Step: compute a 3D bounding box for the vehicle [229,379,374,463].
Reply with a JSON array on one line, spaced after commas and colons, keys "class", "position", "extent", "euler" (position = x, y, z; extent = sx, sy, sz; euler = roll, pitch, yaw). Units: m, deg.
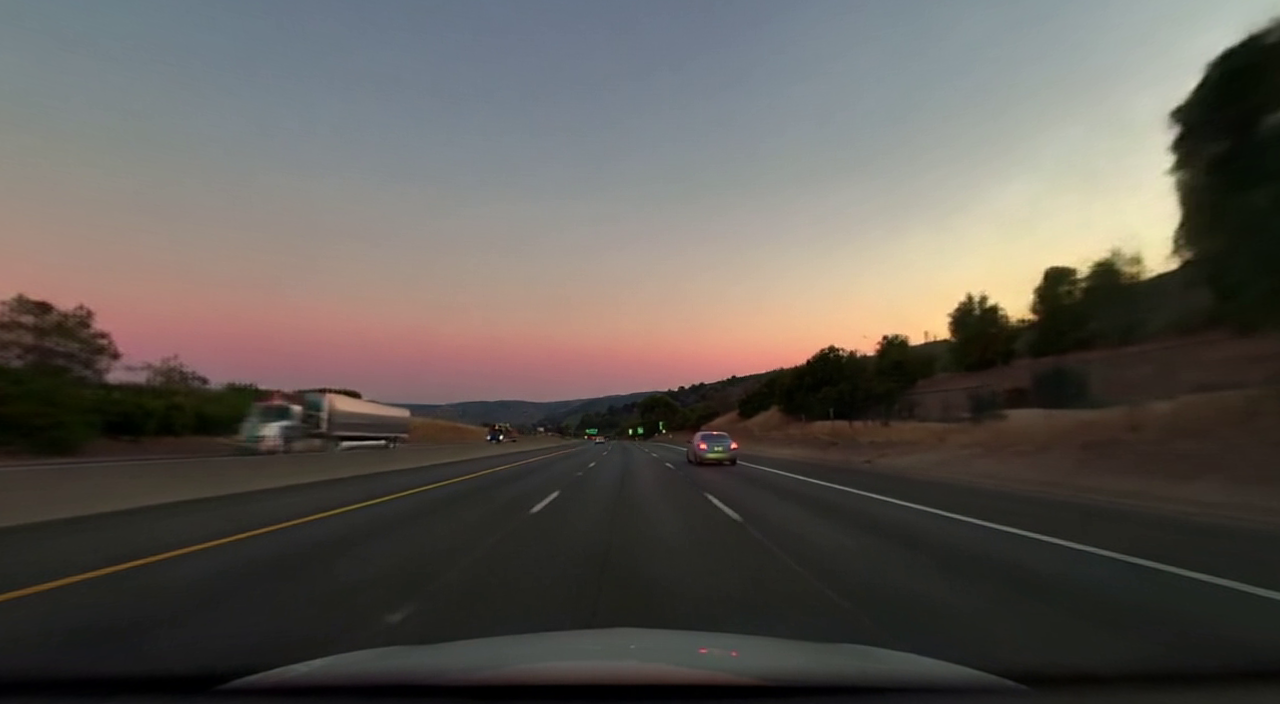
[{"class": "vehicle", "position": [-19.686, 4.317, 37.752], "extent": [3.146, 4.298, 10.599], "euler": [0, -8, -3]}]

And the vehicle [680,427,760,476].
[{"class": "vehicle", "position": [2.925, 3.754, 24.007], "extent": [2.349, 1.651, 4.161], "euler": [0, -8, -2]}]
